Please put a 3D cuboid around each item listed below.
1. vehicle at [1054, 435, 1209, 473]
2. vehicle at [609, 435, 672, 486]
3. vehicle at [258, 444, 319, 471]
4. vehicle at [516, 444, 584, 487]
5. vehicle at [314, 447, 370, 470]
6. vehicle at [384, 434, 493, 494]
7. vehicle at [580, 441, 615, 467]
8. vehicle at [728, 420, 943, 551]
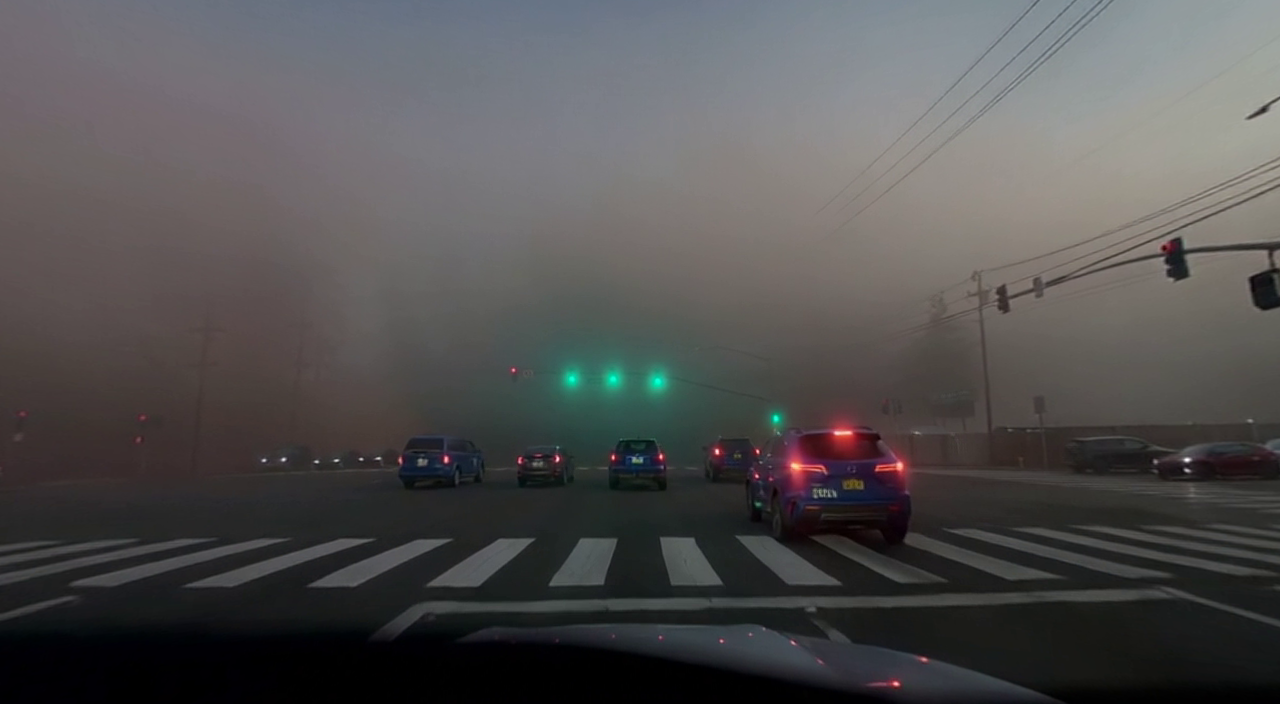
[{"bbox_3d":[20.319,4.216,26.254,4.830,1.493,1.930,0,-9,-1],"label":"vehicle"},{"bbox_3d":[0.041,4.000,23.501,2.111,1.712,4.078,0,-8,1],"label":"vehicle"},{"bbox_3d":[-24.930,7.466,45.021,1.889,1.814,4.086,0,-8,1],"label":"vehicle"},{"bbox_3d":[-3.289,4.223,23.968,1.881,1.466,4.484,0,-8,1],"label":"vehicle"},{"bbox_3d":[-21.567,7.719,45.910,1.891,1.577,4.238,0,-8,3],"label":"vehicle"},{"bbox_3d":[-6.724,3.766,21.714,2.116,1.812,4.609,0,-8,1],"label":"vehicle"},{"bbox_3d":[-2.830,6.969,43.323,1.939,1.652,4.268,0,-8,2],"label":"vehicle"},{"bbox_3d":[2.813,2.033,10.340,2.034,1.655,4.465,0,-8,-1],"label":"vehicle"}]
